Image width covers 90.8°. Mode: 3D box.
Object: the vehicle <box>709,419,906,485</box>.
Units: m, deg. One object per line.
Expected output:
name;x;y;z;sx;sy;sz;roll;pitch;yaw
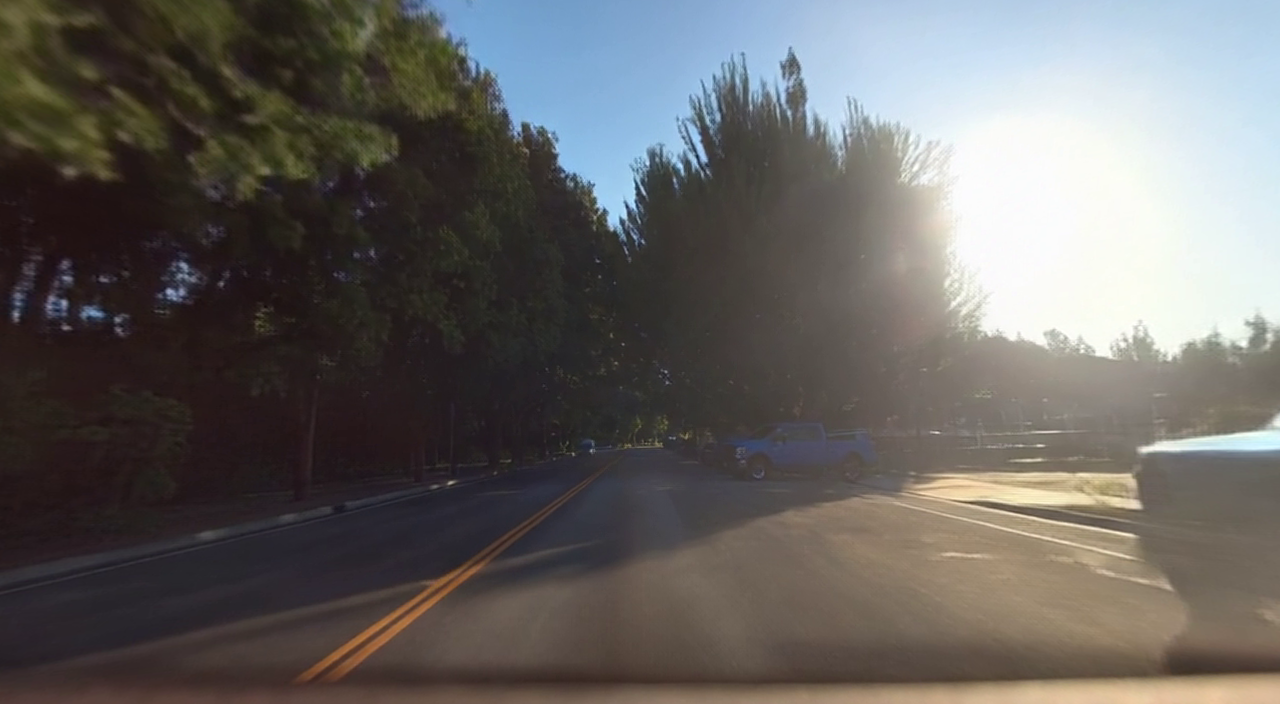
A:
vehicle;6.164;3.766;24.027;6.645;2.298;2.763;0;-8;-3

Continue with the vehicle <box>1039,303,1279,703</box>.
vehicle;6.000;0.866;3.533;5.797;2.070;2.502;0;-8;-1

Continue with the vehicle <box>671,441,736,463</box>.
vehicle;4.975;7.874;49.734;4.791;1.706;1.963;1;-8;-5
